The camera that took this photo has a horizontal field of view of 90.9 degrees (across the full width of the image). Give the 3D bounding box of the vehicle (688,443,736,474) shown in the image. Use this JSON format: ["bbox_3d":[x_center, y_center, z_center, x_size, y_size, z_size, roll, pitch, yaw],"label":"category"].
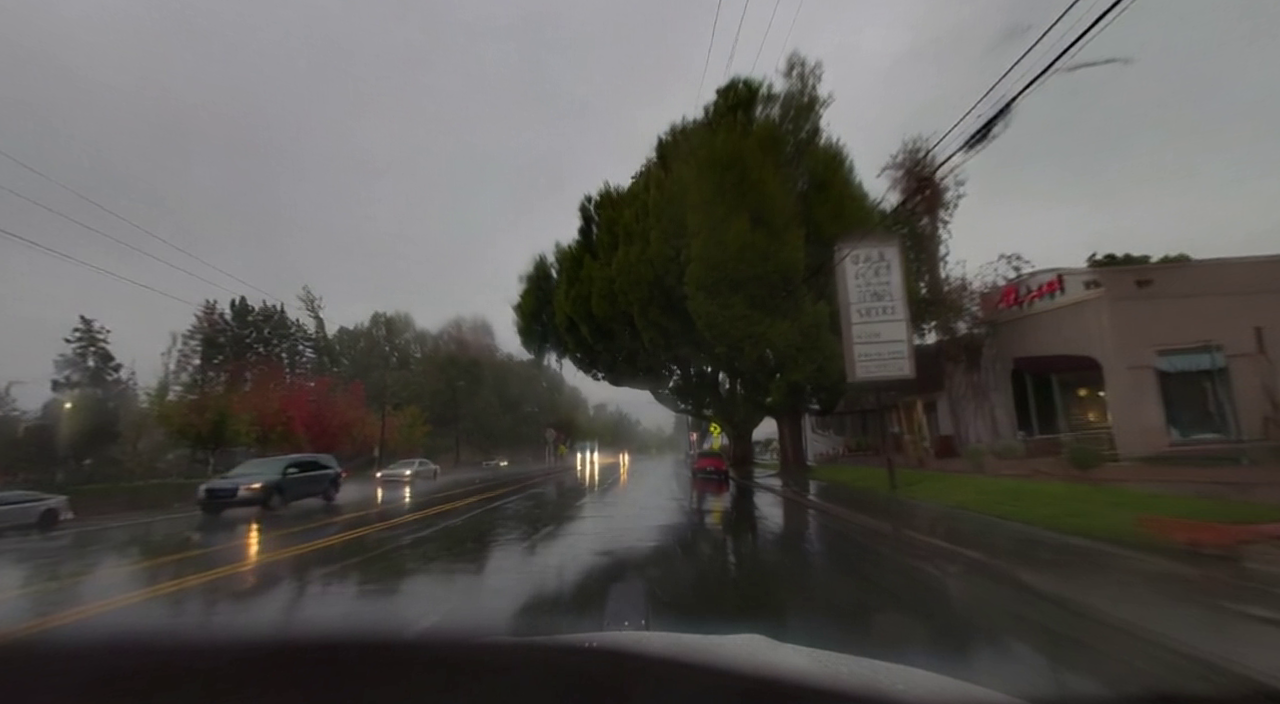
[{"bbox_3d":[3.772,5.677,33.765,2.041,1.523,4.281,0,-9,0],"label":"vehicle"}]

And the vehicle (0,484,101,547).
[{"bbox_3d":[-17.808,4.480,17.115,1.902,1.484,4.908,-1,-9,2],"label":"vehicle"}]

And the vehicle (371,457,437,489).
[{"bbox_3d":[-13.718,7.046,36.978,1.915,1.505,4.726,-4,-9,3],"label":"vehicle"}]

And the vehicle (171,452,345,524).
[{"bbox_3d":[-11.125,3.936,18.902,2.079,1.812,4.757,0,-9,2],"label":"vehicle"}]
